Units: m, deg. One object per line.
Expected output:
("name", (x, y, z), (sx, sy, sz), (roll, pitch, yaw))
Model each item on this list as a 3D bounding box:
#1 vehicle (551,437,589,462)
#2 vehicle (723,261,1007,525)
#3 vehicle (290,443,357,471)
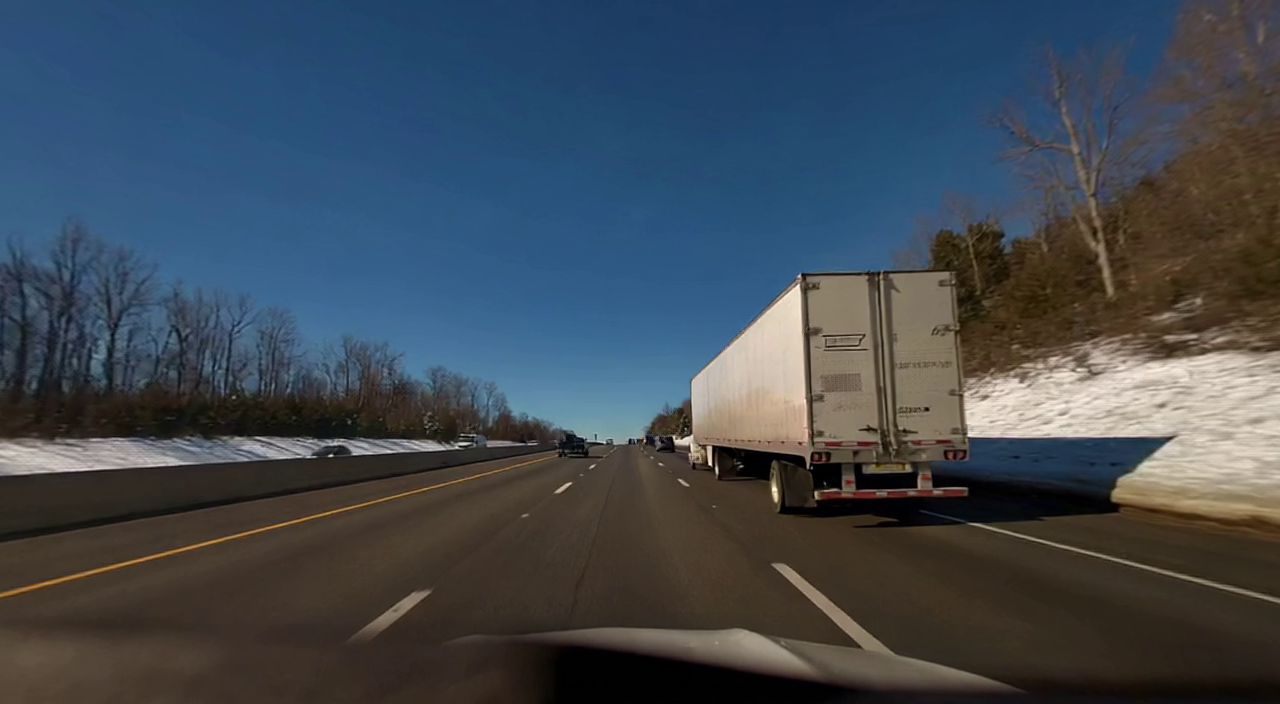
("vehicle", (-4.431, 6.214, 40.227), (2.017, 1.484, 4.088), (0, -8, -1))
("vehicle", (3.932, 1.140, 13.817), (2.906, 3.999, 8.621), (0, -8, -1))
("vehicle", (-19.848, 6.583, 39.675), (1.893, 1.584, 4.596), (0, -8, 0))
